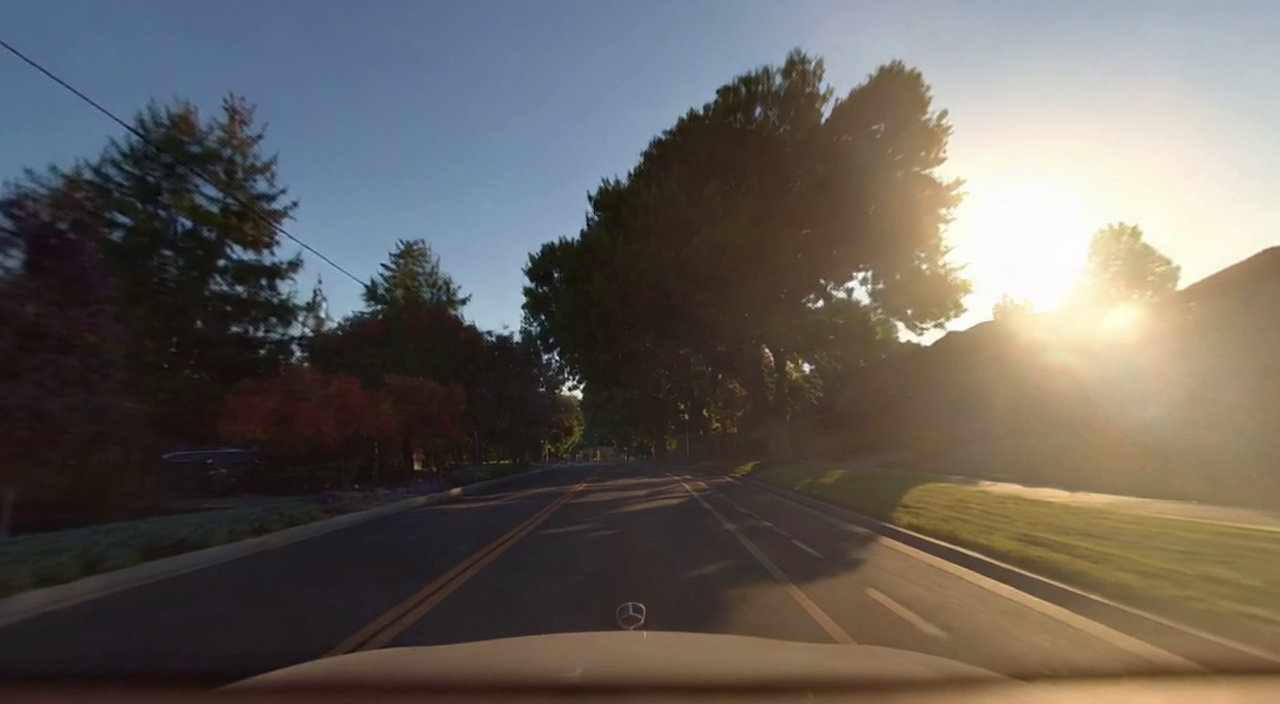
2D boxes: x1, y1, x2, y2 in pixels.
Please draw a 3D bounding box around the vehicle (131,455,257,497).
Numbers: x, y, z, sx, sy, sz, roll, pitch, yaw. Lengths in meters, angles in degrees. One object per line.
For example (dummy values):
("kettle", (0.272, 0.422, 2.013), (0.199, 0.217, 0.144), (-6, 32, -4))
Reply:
("vehicle", (-20.588, 5.700, 29.217), (4.459, 1.772, 2.011), (-1, -9, 8))
